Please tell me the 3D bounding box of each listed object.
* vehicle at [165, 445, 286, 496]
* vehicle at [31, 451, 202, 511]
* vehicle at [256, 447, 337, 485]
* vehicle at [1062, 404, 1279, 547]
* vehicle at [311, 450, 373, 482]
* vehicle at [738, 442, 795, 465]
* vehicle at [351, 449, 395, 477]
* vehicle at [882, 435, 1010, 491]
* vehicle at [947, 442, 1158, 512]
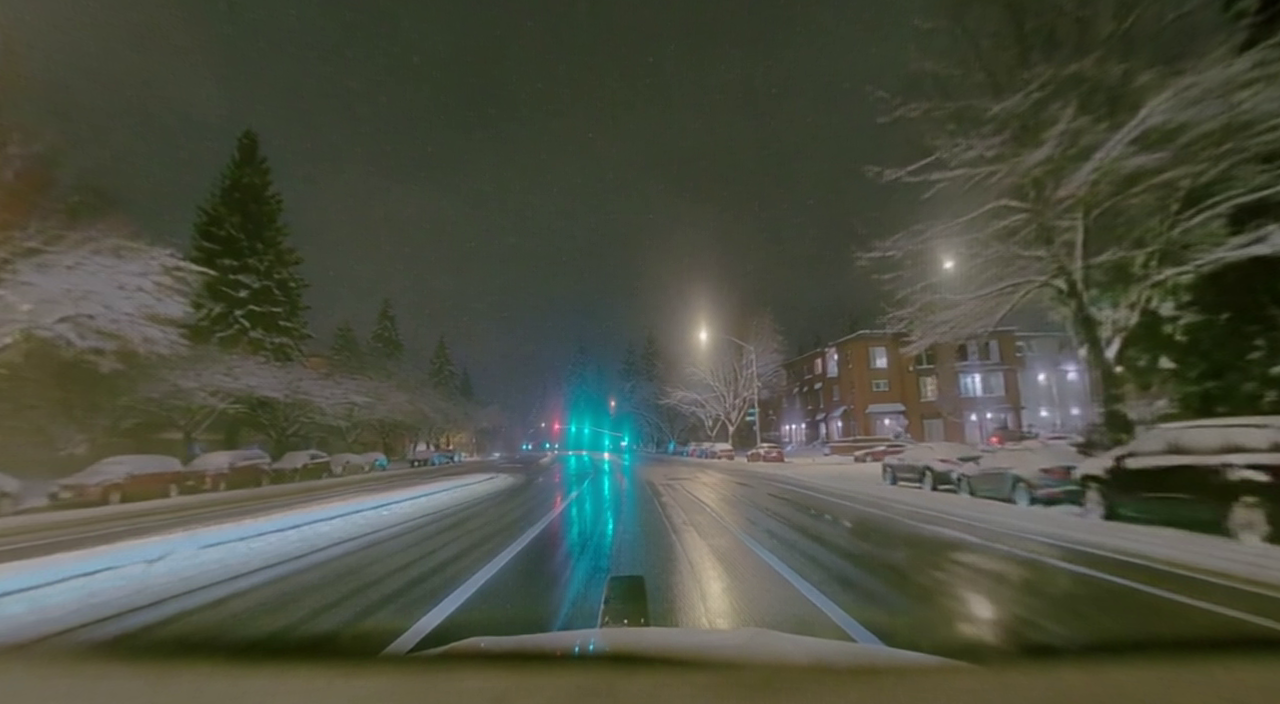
[{"bbox_3d":[-17.484,4.960,26.956,2.099,1.917,4.720,-1,-8,-2],"label":"vehicle"},{"bbox_3d":[-17.173,4.188,21.070,1.859,1.694,4.638,-1,-8,-2],"label":"vehicle"},{"bbox_3d":[-17.766,5.880,32.854,1.883,1.775,4.466,-1,-8,-3],"label":"vehicle"},{"bbox_3d":[9.905,1.987,10.482,2.091,1.962,5.091,1,-9,-2],"label":"vehicle"},{"bbox_3d":[-17.954,6.852,38.202,1.802,1.477,4.648,-3,-5,-5],"label":"vehicle"},{"bbox_3d":[9.251,7.498,46.591,1.919,1.627,4.196,5,-10,-26],"label":"vehicle"},{"bbox_3d":[-18.342,7.603,43.394,1.836,1.512,3.581,-2,-6,-6],"label":"vehicle"},{"bbox_3d":[9.773,3.584,20.636,1.853,1.578,4.736,0,-9,0],"label":"vehicle"},{"bbox_3d":[9.721,2.955,15.472,1.863,1.423,4.709,1,-9,-2],"label":"vehicle"}]
